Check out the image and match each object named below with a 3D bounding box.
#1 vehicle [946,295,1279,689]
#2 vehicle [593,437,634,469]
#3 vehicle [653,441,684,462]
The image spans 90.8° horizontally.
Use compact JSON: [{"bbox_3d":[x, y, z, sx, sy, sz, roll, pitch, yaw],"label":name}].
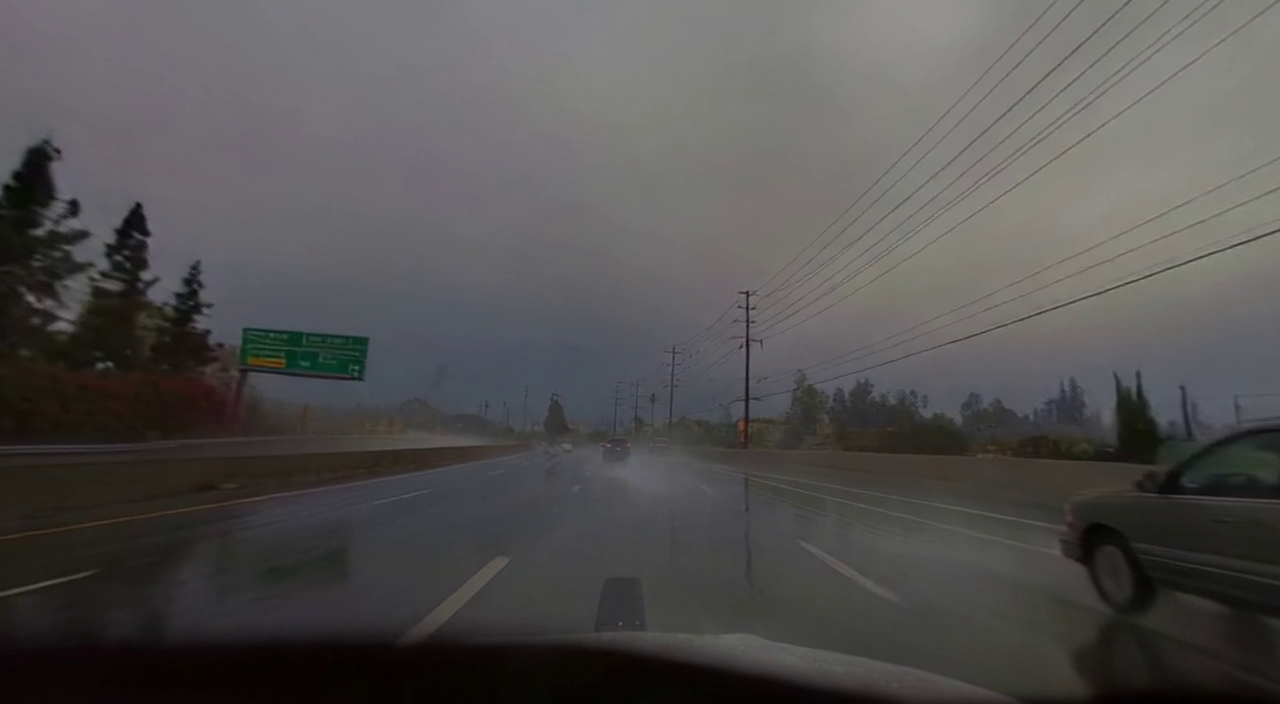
[{"bbox_3d":[4.586,0.790,3.724,2.504,2.033,5.979,0,-8,-1],"label":"vehicle"},{"bbox_3d":[-1.519,5.714,35.915,2.188,1.714,3.921,0,-8,-3],"label":"vehicle"},{"bbox_3d":[2.058,7.409,47.245,1.789,1.503,3.897,1,-8,-5],"label":"vehicle"}]
